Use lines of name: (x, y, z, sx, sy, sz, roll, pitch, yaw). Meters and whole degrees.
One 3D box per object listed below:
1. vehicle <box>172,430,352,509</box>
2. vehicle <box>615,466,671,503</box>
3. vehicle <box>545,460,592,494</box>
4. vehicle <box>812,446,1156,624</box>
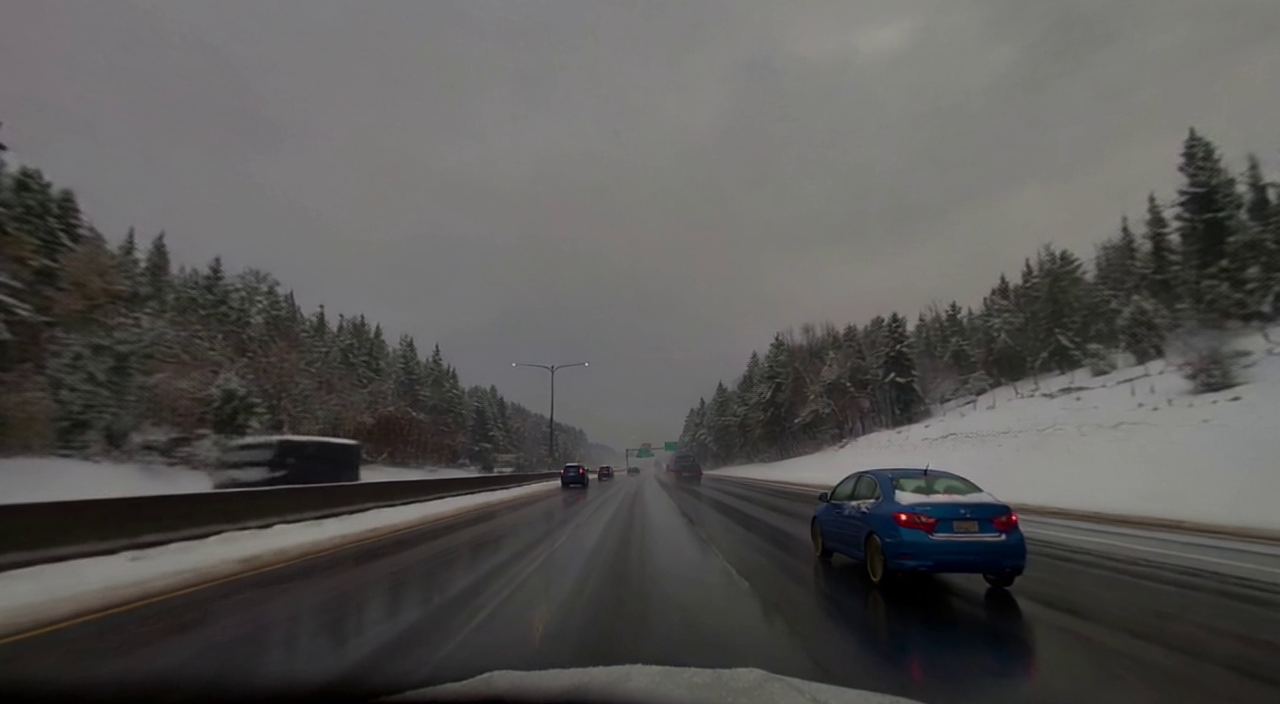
vehicle: (-12.119, 3.876, 20.874, 2.405, 2.227, 5.519, 1, -10, 0)
vehicle: (0.126, 5.676, 27.329, 2.241, 1.425, 3.973, 1, -10, 0)
vehicle: (-3.884, 6.872, 34.797, 2.021, 1.706, 4.247, 1, -10, 1)
vehicle: (3.645, 2.007, 7.658, 1.938, 1.561, 3.786, 1, -10, -1)
